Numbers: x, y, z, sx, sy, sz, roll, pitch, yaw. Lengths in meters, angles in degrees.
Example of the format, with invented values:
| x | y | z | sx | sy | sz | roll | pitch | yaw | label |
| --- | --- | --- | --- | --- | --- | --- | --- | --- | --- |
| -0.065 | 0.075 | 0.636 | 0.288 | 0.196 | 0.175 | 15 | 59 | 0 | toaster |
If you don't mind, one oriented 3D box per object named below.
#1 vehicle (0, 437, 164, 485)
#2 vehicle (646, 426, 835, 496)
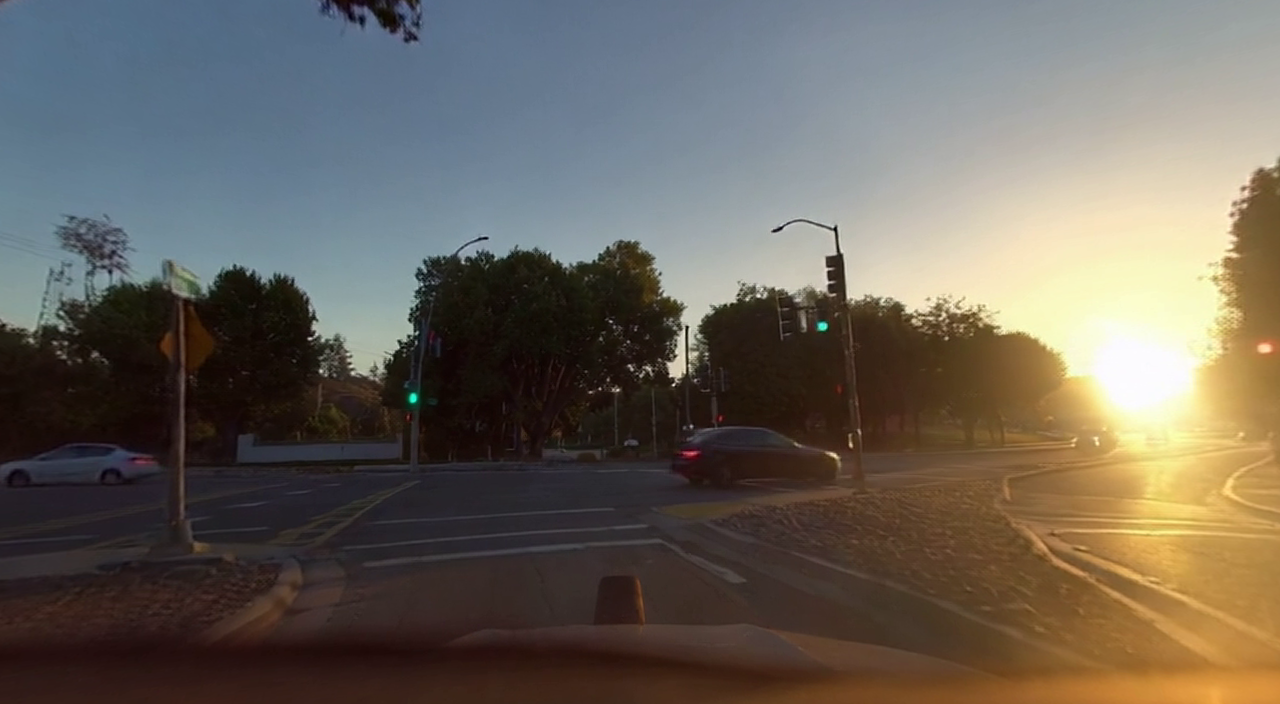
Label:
| x | y | z | sx | sy | sz | roll | pitch | yaw | label |
| --- | --- | --- | --- | --- | --- | --- | --- | --- | --- |
| -21.121 | 4.074 | 23.847 | 4.602 | 1.667 | 1.933 | 4 | -9 | -25 | vehicle |
| 2.644 | 2.804 | 16.551 | 4.545 | 1.602 | 2.014 | 4 | -9 | -27 | vehicle |
